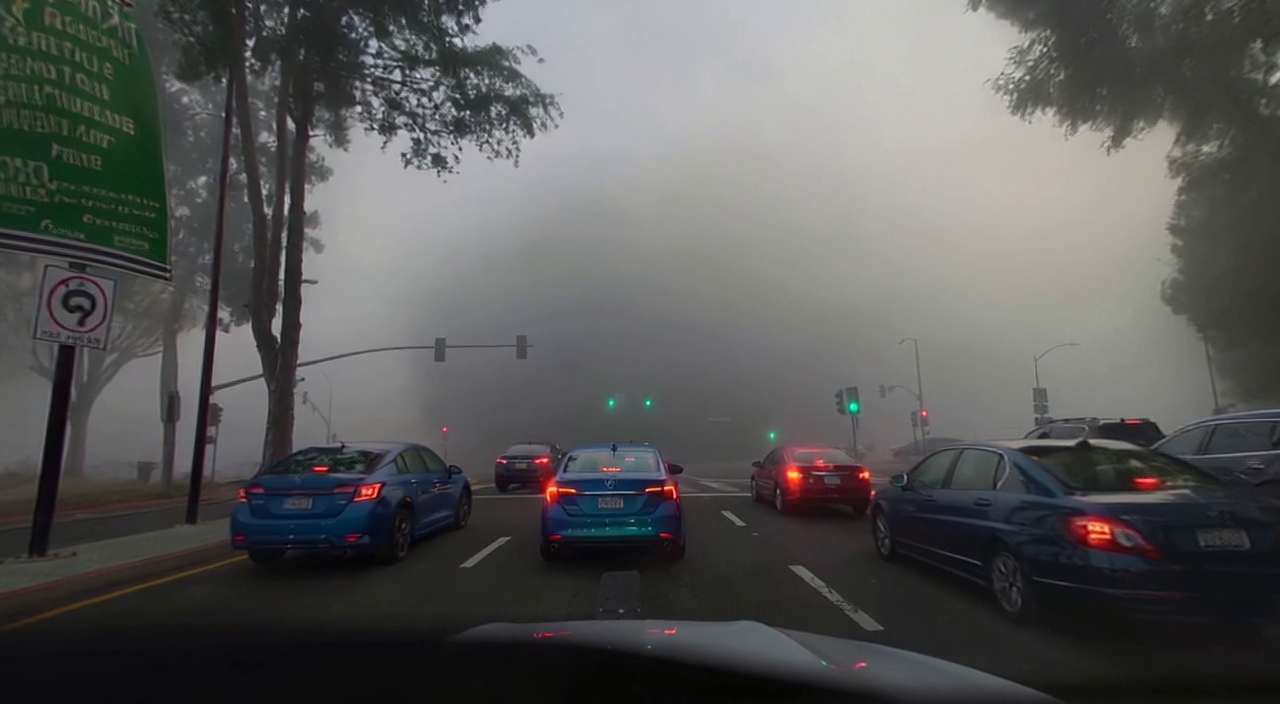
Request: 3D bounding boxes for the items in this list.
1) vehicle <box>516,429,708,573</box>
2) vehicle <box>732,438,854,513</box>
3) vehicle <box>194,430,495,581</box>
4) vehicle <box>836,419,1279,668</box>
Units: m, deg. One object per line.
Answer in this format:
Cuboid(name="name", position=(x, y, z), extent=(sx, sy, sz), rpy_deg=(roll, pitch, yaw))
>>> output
Cuboid(name="vehicle", position=(-0.314, 1.826, 8.456), extent=(1.994, 1.479, 3.647), rpy_deg=(0, -9, -1))
Cuboid(name="vehicle", position=(3.406, 2.819, 14.873), extent=(1.852, 1.498, 3.825), rpy_deg=(0, -9, -1))
Cuboid(name="vehicle", position=(-3.370, 1.812, 8.291), extent=(1.929, 1.457, 4.136), rpy_deg=(0, -9, 0))
Cuboid(name="vehicle", position=(3.596, 1.480, 6.073), extent=(1.953, 1.471, 4.470), rpy_deg=(0, -9, 0))
